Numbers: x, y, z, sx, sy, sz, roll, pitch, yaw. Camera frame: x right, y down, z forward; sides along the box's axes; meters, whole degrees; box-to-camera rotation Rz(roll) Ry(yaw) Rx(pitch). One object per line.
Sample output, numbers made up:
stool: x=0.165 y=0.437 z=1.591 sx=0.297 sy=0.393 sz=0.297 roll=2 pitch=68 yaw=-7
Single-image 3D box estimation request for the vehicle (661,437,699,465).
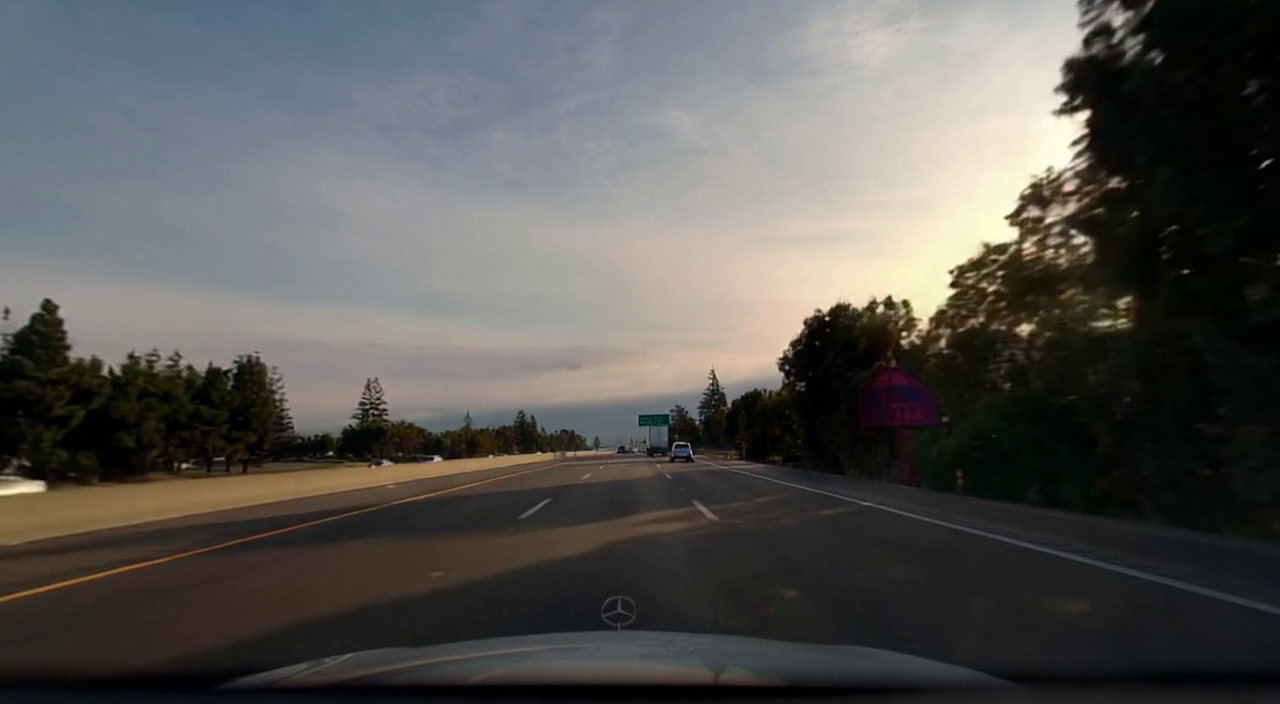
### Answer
vehicle: x=2.550 y=6.525 z=41.720 sx=2.065 sy=1.760 sz=4.488 roll=0 pitch=-8 yaw=-2
